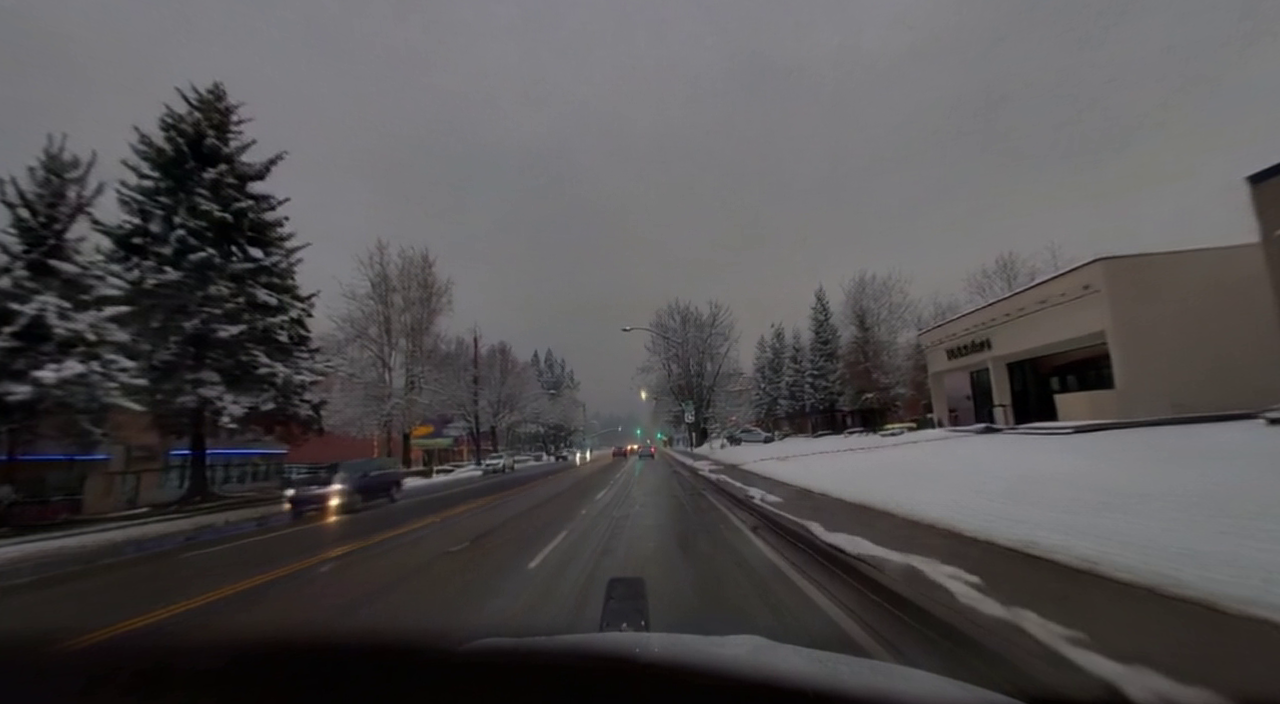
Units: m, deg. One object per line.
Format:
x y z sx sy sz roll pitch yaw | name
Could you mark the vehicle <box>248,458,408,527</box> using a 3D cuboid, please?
-8.119 3.663 16.964 1.925 1.502 4.359 -1 -9 2 | vehicle
